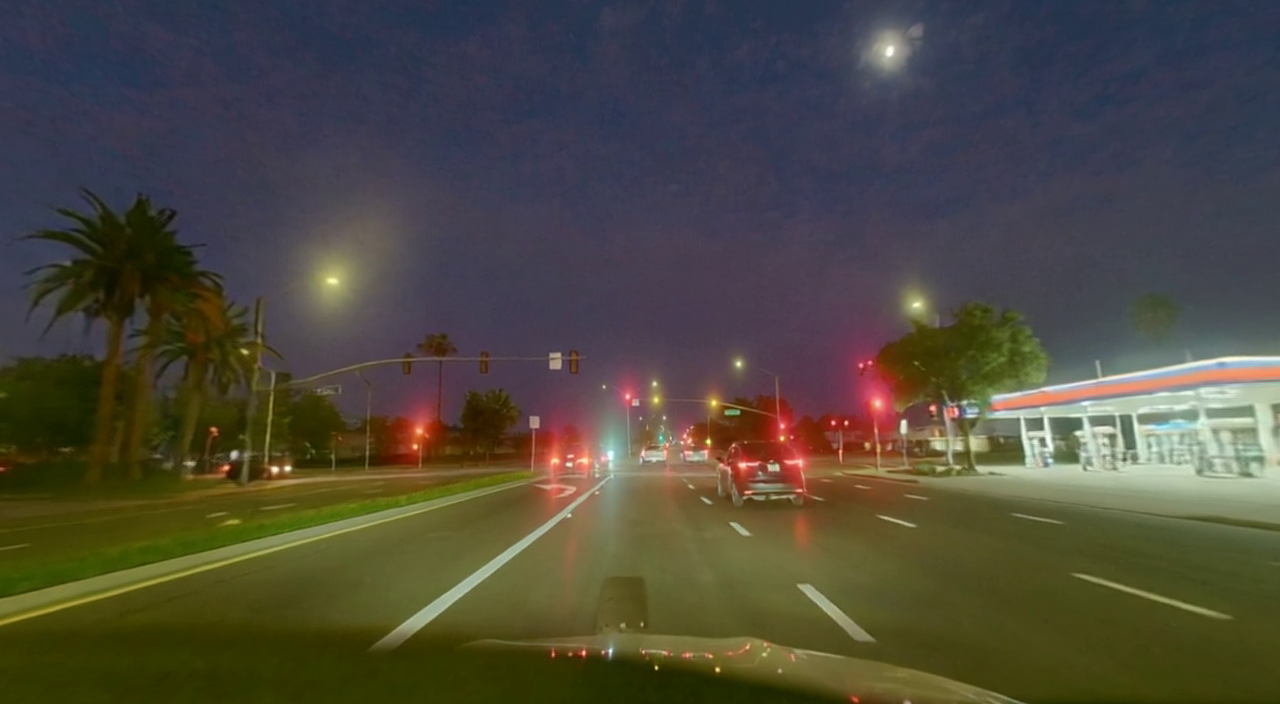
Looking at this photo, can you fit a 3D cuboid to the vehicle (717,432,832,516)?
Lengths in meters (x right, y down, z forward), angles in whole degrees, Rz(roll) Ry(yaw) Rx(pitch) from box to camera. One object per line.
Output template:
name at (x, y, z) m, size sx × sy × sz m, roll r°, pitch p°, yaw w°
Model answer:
vehicle at (3.087, 2.860, 15.321) m, size 1.872 × 1.752 × 3.896 m, roll 0°, pitch -8°, yaw -1°

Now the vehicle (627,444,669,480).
vehicle at (0.377, 5.435, 31.549) m, size 1.991 × 1.664 × 3.814 m, roll 0°, pitch -8°, yaw 0°

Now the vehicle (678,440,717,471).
vehicle at (3.789, 6.941, 42.546) m, size 2.154 × 1.975 × 4.634 m, roll 0°, pitch -8°, yaw 0°

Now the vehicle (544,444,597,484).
vehicle at (-2.935, 4.822, 27.484) m, size 1.788 × 1.600 × 4.298 m, roll 0°, pitch -8°, yaw 1°
